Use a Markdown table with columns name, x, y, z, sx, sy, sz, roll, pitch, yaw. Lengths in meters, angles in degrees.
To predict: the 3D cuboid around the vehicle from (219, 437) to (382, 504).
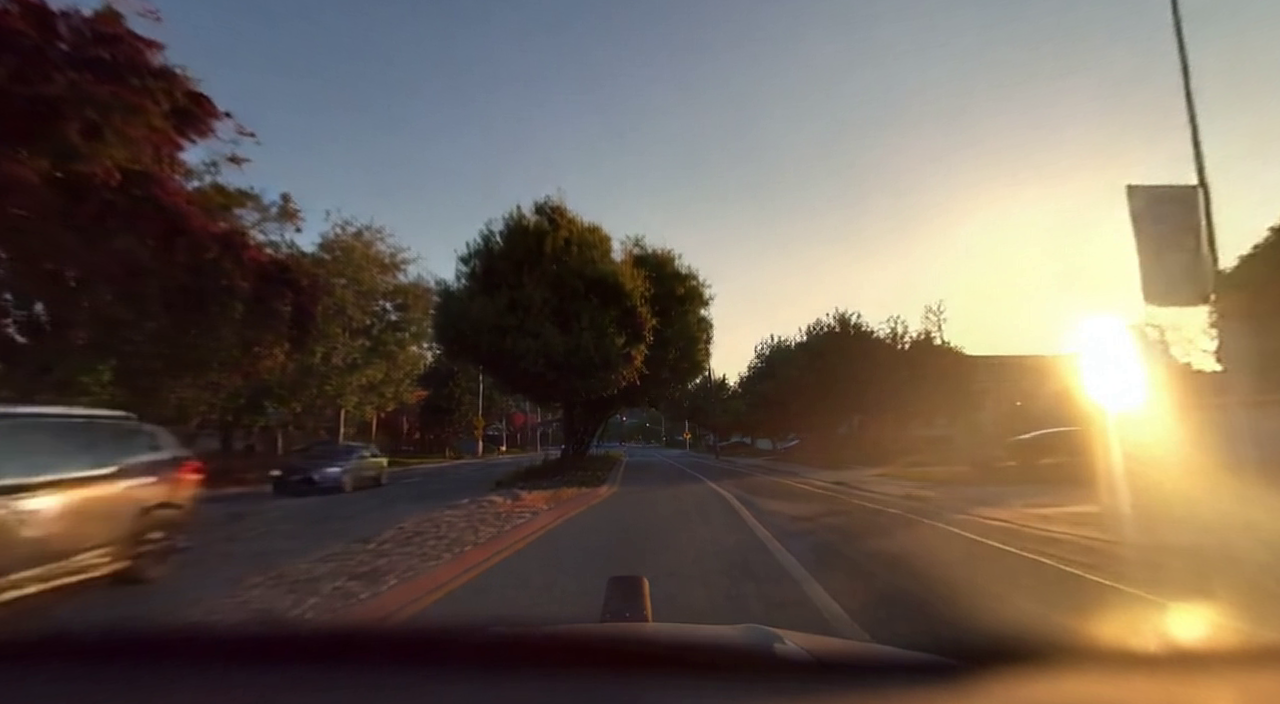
| name | x | y | z | sx | sy | sz | roll | pitch | yaw |
| --- | --- | --- | --- | --- | --- | --- | --- | --- | --- |
| vehicle | -8.800 | 3.078 | 16.918 | 2.066 | 1.468 | 4.558 | -1 | -8 | -3 |

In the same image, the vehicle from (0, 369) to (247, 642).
| name | x | y | z | sx | sy | sz | roll | pitch | yaw |
| --- | --- | --- | --- | --- | --- | --- | --- | --- | --- |
| vehicle | -5.236 | 1.057 | 4.435 | 2.128 | 1.753 | 4.516 | 0 | -8 | -2 |
